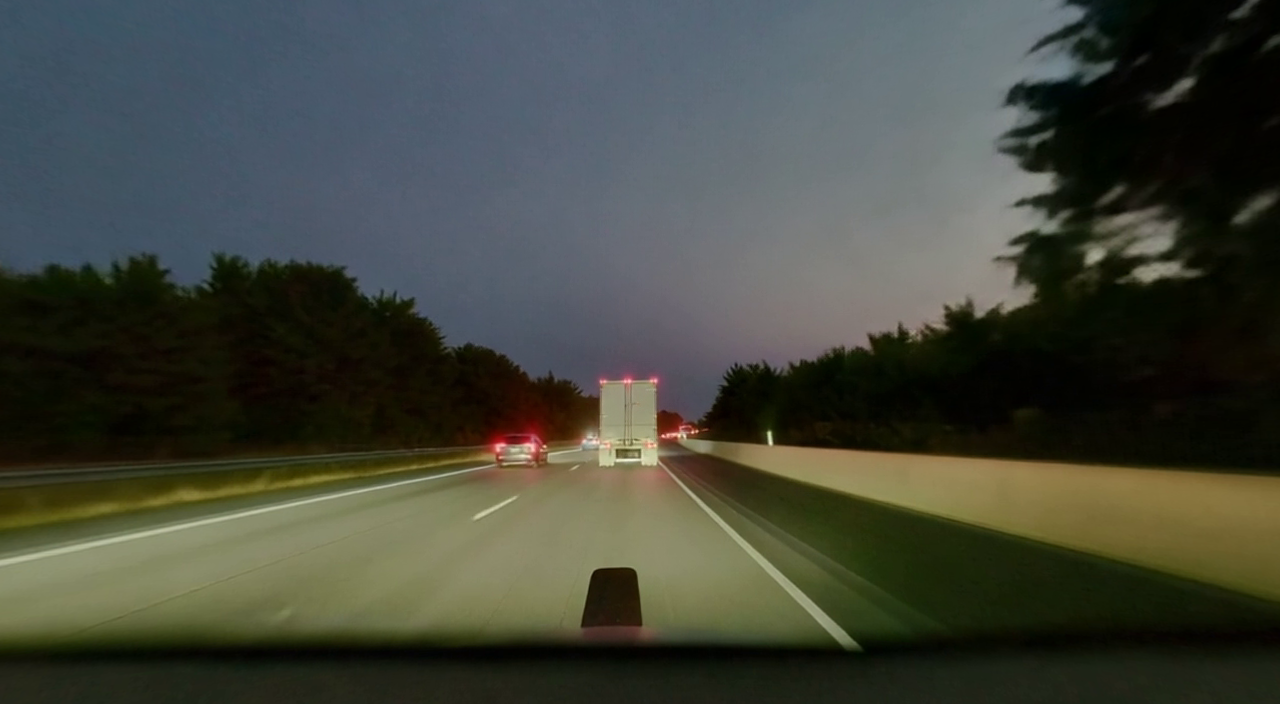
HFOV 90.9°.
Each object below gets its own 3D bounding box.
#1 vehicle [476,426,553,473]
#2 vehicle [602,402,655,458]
[{"bbox_3d":[-4.957,3.907,25.584,2.138,1.697,4.587,0,-8,0],"label":"vehicle"},{"bbox_3d":[-0.536,3.498,28.282,2.319,2.461,1.270,0,-8,-3],"label":"vehicle"}]
